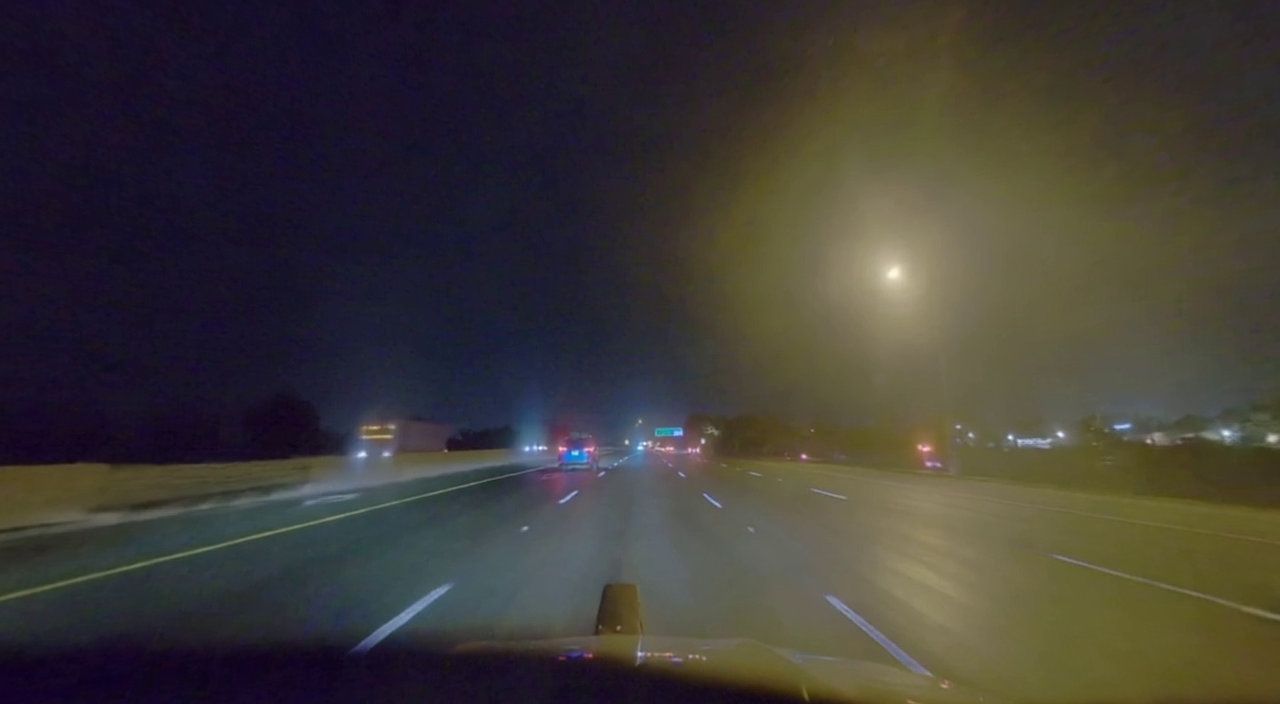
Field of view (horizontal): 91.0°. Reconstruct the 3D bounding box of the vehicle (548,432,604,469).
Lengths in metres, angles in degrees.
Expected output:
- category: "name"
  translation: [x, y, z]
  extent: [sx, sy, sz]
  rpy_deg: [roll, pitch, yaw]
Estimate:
- category: "vehicle"
  translation: [-3.571, 5.611, 36.203]
  extent: [2.431, 1.928, 5.760]
  rpy_deg: [0, -8, 2]
